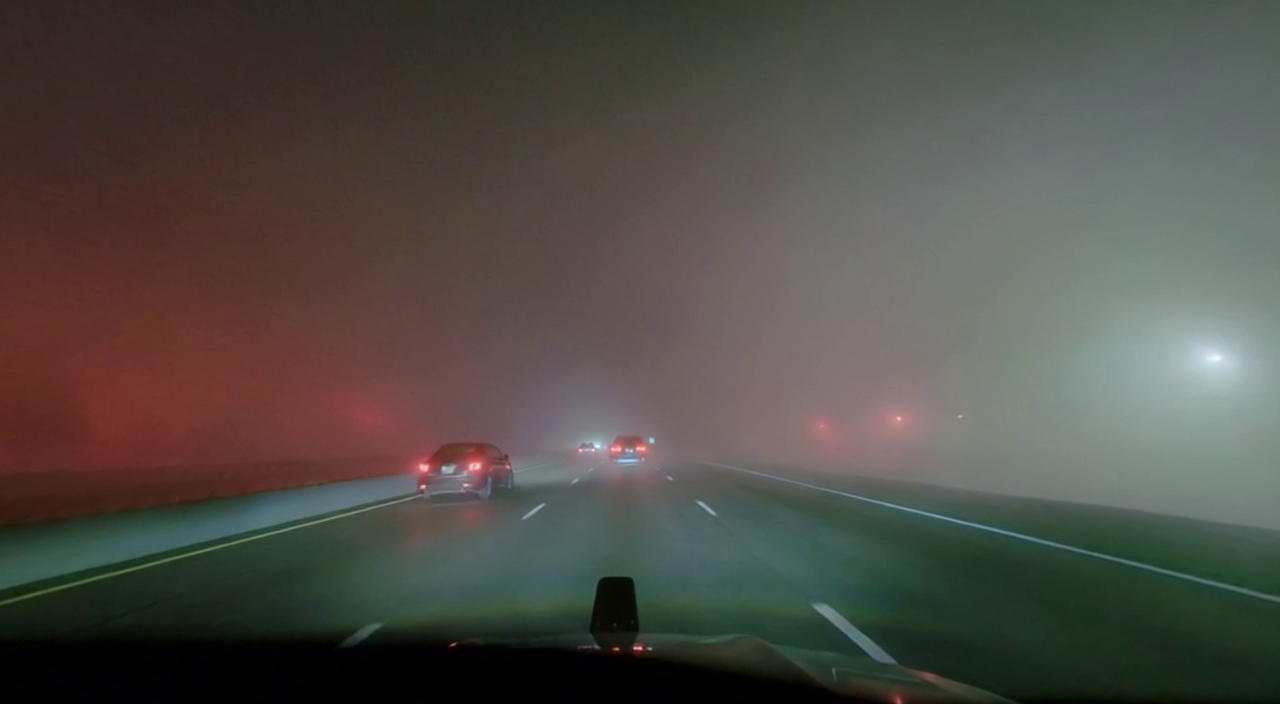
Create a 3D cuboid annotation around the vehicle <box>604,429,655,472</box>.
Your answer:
[{"bbox_3d":[-0.545,4.892,31.572,2.382,1.973,4.439,0,-8,-2],"label":"vehicle"}]

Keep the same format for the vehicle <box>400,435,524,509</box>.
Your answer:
[{"bbox_3d":[-4.169,2.839,15.408,1.945,1.550,3.780,0,-8,0],"label":"vehicle"}]
